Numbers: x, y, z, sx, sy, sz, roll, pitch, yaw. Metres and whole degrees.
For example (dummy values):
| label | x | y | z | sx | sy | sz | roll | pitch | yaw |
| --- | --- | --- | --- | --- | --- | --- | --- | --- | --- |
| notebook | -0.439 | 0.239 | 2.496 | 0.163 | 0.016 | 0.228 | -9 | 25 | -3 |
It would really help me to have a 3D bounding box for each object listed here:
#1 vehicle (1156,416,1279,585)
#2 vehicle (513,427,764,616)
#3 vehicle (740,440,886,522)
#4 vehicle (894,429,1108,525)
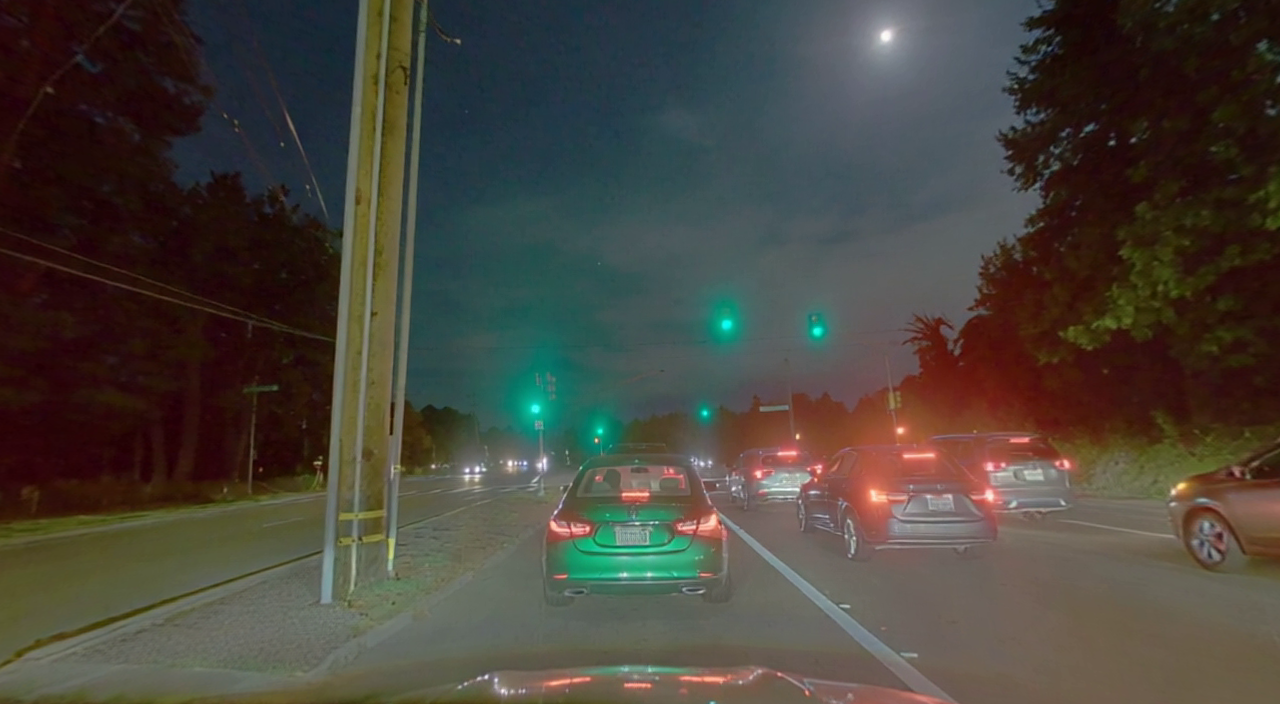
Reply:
| label | x | y | z | sx | sy | sz | roll | pitch | yaw |
| --- | --- | --- | --- | --- | --- | --- | --- | --- | --- |
| vehicle | 6.935 | 1.341 | 5.574 | 1.783 | 1.572 | 3.421 | 0 | -9 | 1 |
| vehicle | 0.012 | 1.681 | 7.097 | 2.015 | 1.502 | 3.898 | 0 | -9 | 1 |
| vehicle | 3.535 | 2.719 | 13.816 | 1.934 | 1.494 | 4.446 | 0 | -9 | 0 |
| vehicle | 7.020 | 2.464 | 12.892 | 1.923 | 1.611 | 4.094 | 0 | -9 | 0 |
